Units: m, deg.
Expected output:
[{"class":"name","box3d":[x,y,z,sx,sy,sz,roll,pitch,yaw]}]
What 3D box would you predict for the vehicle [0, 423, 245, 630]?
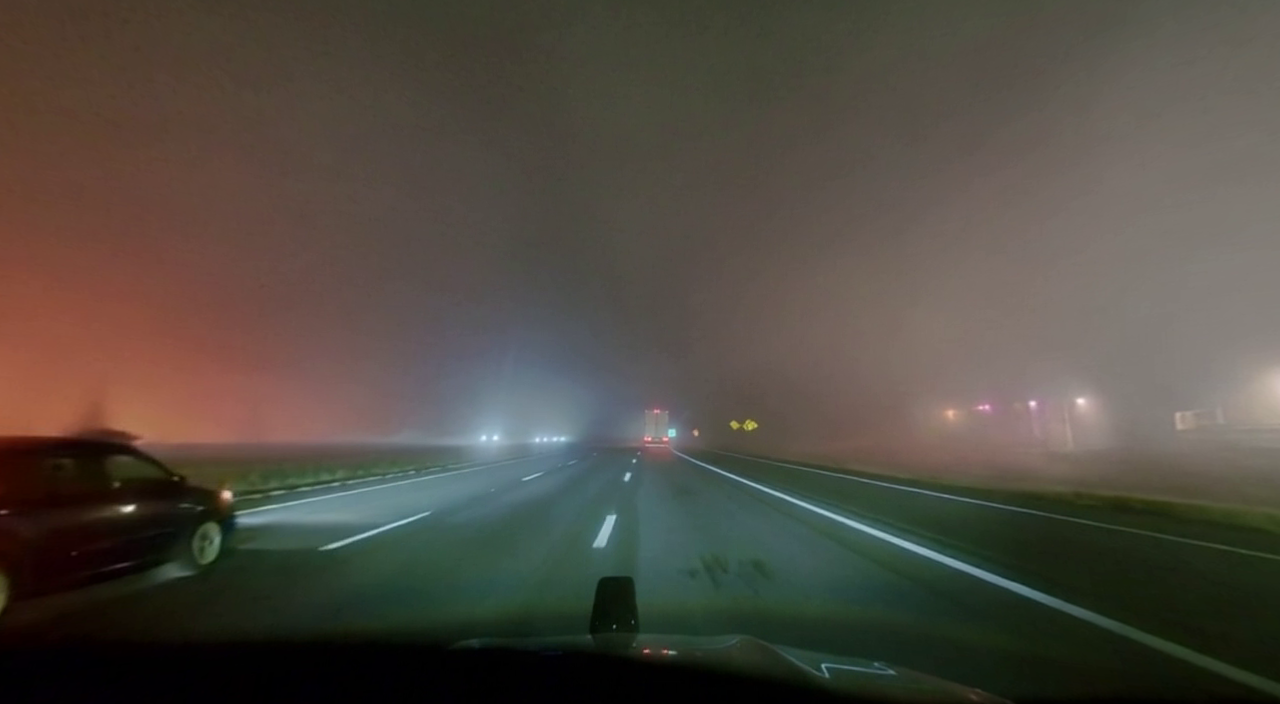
[{"class":"vehicle","box3d":[-5.821,1.330,4.877,2.227,1.510,5.036,-1,-8,0]}]
